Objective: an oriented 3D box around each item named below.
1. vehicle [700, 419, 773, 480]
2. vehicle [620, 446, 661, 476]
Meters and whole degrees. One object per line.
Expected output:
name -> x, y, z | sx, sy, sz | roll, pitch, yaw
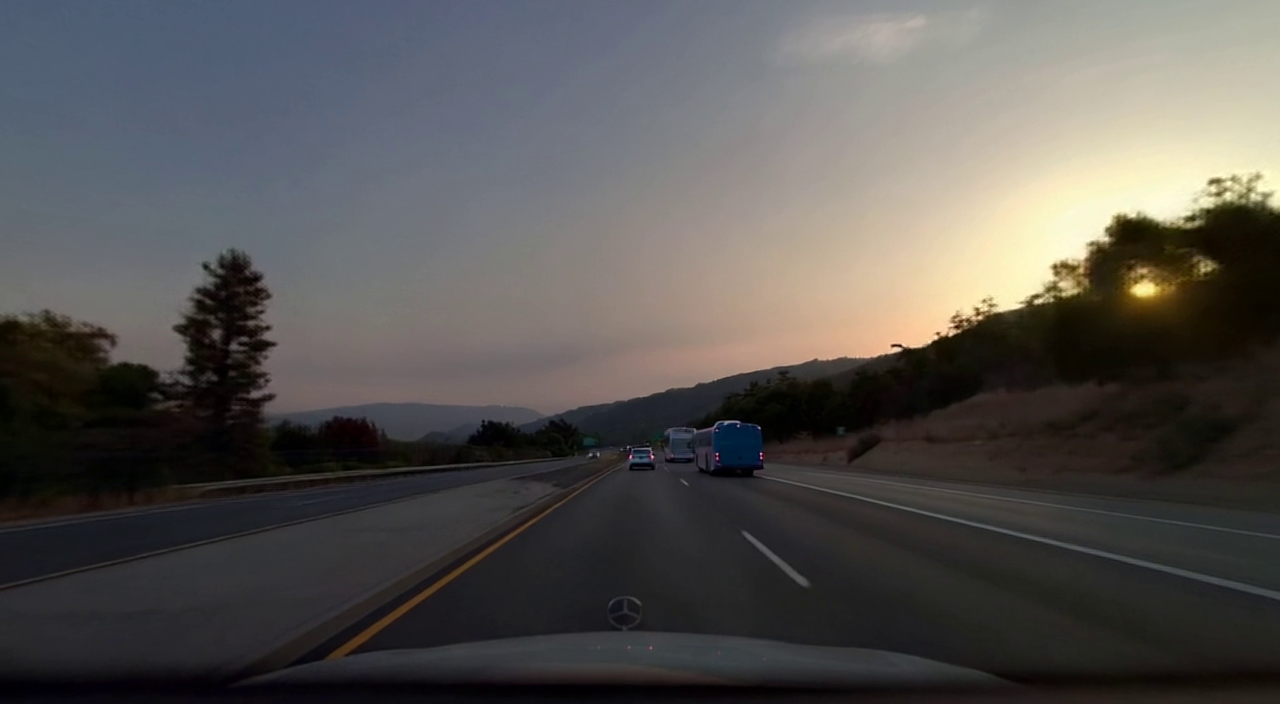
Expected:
vehicle -> 4.362, 4.615, 29.736 | 2.440, 2.555, 5.957 | 0, -9, 0
vehicle -> 0.022, 5.639, 32.851 | 2.004, 1.449, 3.817 | 0, -9, -1
